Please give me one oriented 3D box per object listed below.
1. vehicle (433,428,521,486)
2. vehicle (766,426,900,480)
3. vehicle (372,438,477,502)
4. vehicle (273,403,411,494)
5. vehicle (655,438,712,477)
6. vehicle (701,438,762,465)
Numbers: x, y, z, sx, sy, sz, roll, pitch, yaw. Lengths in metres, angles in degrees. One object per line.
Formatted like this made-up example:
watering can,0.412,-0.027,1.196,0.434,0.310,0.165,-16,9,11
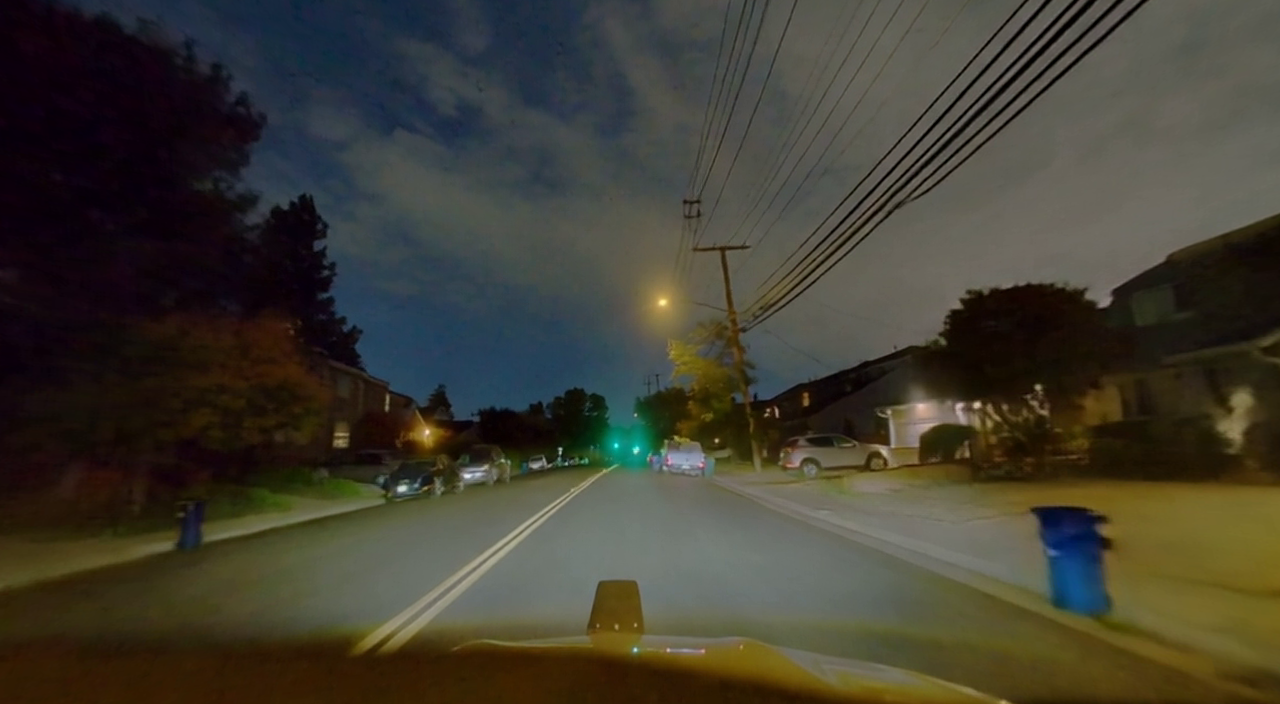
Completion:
vehicle,-7.047,4.798,28.136,2.269,2.229,6.042,-2,-12,0
vehicle,7.526,4.020,24.963,4.489,1.812,2.056,-1,-13,-5
vehicle,-7.008,3.983,21.126,2.046,1.777,4.473,-3,-12,-2
vehicle,-12.094,4.018,26.606,2.781,3.221,7.995,1,-9,-7
vehicle,2.254,5.686,34.379,2.203,1.952,5.111,1,-9,-6
vehicle,7.170,7.883,49.943,4.421,1.836,1.956,-2,-13,-1
